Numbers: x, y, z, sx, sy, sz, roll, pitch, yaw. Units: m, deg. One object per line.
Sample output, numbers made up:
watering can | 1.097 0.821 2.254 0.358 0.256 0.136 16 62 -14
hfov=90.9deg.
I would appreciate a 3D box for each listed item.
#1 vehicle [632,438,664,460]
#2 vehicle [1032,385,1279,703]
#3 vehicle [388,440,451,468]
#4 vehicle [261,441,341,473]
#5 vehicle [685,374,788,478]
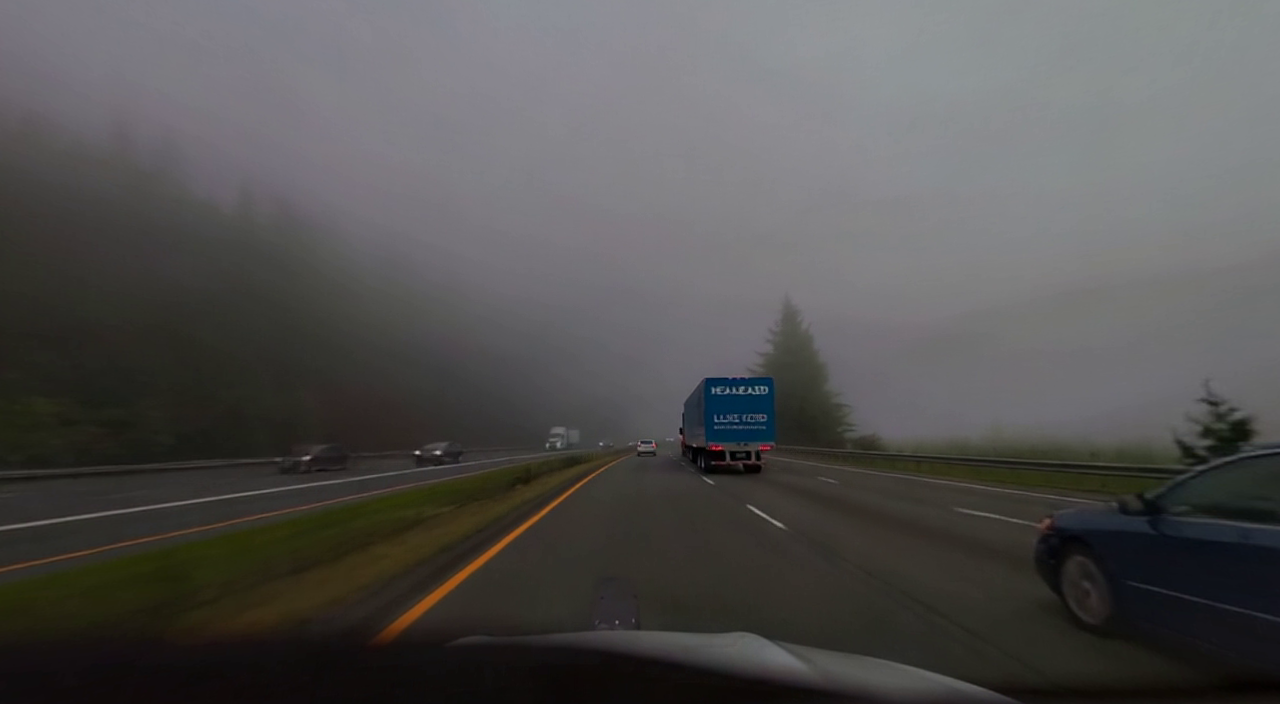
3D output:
vehicle | 0.594 7.027 45.863 2.209 1.499 4.144 0 -8 1
vehicle | 3.982 0.889 2.515 2.028 1.573 4.207 0 -8 -1
vehicle | -13.790 6.389 39.719 2.059 1.632 4.713 -1 -8 3
vehicle | -18.248 5.643 34.174 1.882 1.605 4.237 0 -8 1
vehicle | 4.303 3.847 31.860 3.171 4.072 13.784 0 -8 1
